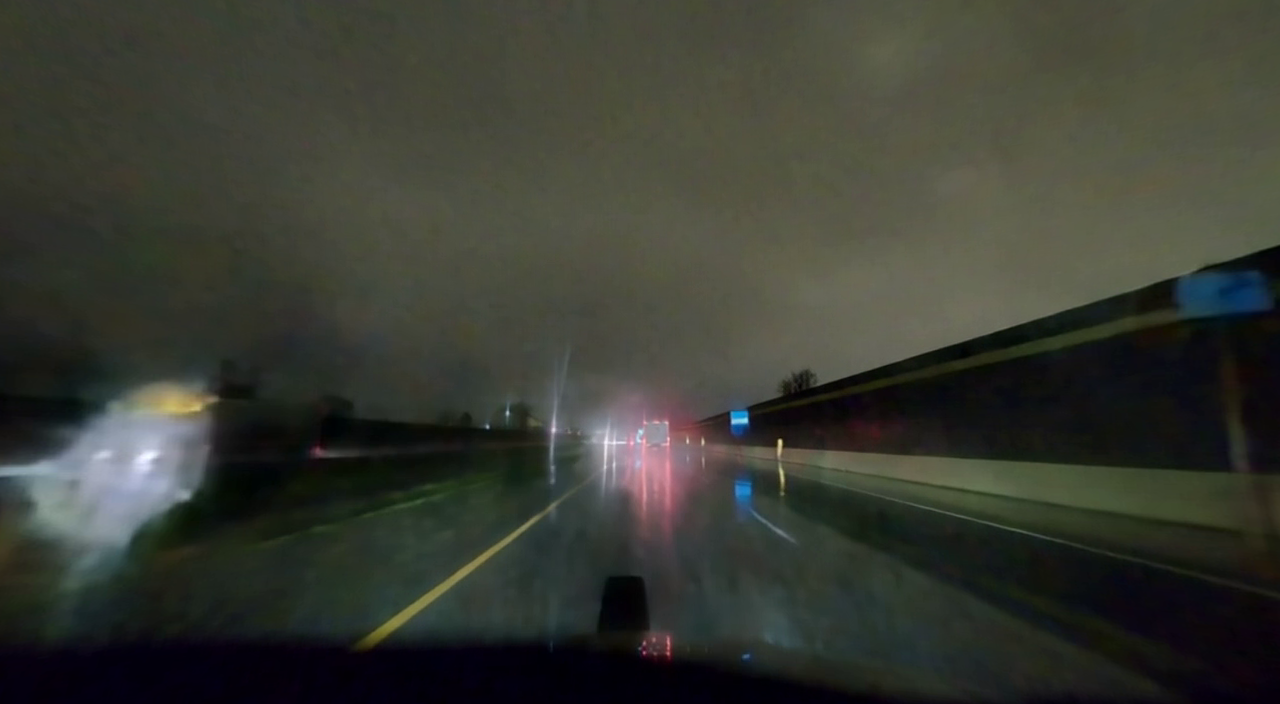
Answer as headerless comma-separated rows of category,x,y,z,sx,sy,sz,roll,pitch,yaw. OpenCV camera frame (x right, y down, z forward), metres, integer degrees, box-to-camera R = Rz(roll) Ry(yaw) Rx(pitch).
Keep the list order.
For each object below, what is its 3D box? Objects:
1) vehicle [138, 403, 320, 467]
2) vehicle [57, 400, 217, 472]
vehicle,-31.288,6.660,49.808,2.899,4.188,16.557,0,-8,2
vehicle,-31.535,5.401,40.199,3.254,4.072,8.127,0,-8,1
